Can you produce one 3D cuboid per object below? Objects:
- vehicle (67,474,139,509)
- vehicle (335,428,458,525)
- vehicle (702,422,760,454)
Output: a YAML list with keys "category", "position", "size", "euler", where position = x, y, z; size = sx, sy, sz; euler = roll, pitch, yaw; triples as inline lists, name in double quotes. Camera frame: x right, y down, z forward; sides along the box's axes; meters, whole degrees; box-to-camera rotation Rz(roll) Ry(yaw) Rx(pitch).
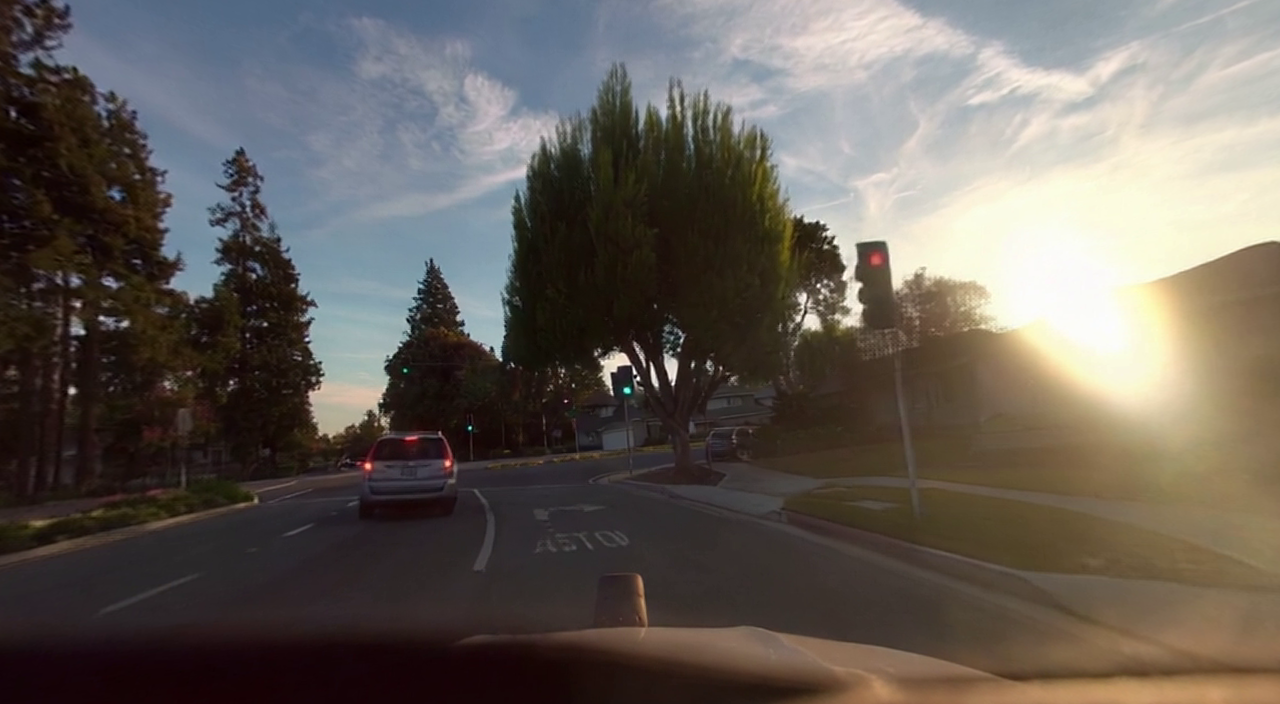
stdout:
- category: "vehicle"
  position: [-31.132, 8.032, 36.779]
  size: [1.943, 1.677, 4.176]
  euler: [3, -9, -23]
- category: "vehicle"
  position: [-4.978, 2.544, 13.513]
  size: [1.990, 1.707, 4.225]
  euler: [2, -9, -16]
- category: "vehicle"
  position: [4.589, 4.442, 32.531]
  size: [1.911, 1.516, 4.251]
  euler: [1, -9, -7]
